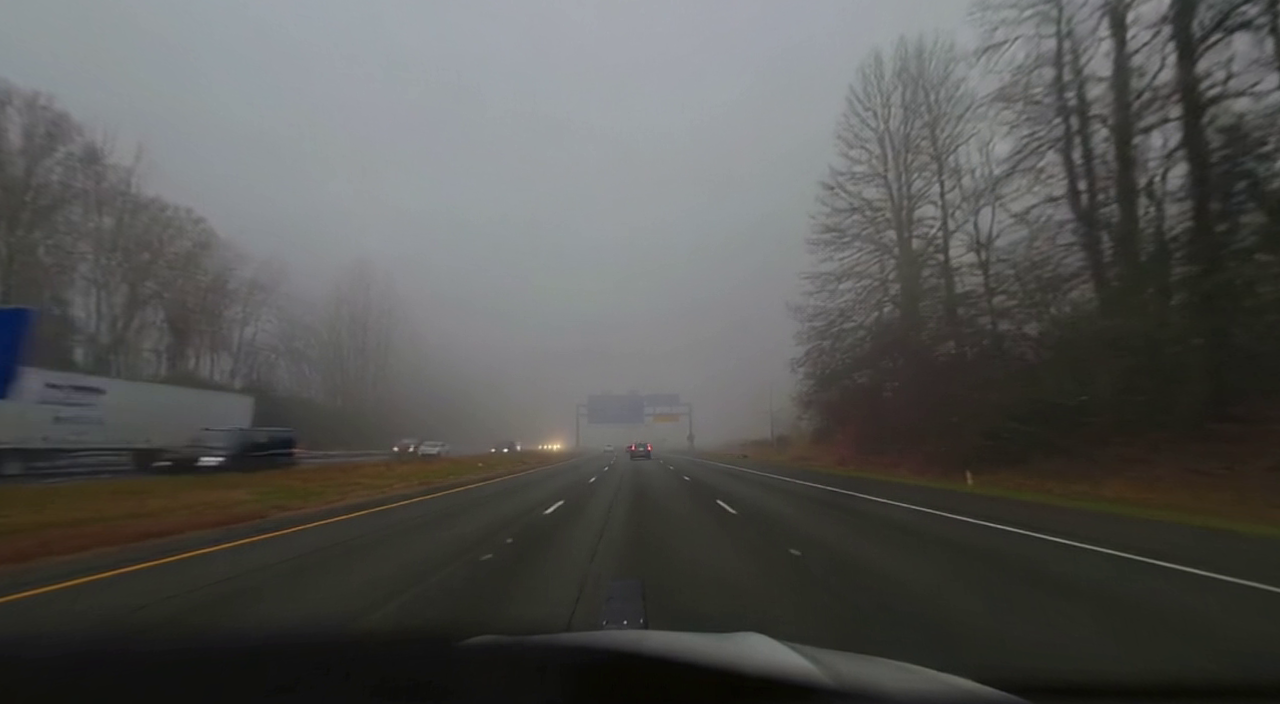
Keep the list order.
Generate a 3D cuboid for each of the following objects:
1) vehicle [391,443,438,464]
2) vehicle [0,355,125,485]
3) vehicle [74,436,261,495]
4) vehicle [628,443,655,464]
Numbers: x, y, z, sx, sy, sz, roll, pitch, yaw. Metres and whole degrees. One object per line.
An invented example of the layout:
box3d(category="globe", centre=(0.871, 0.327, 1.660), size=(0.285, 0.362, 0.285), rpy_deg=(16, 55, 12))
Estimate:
box3d(category="vehicle", centre=(-17.263, 7.767, 48.309), size=(1.927, 1.509, 4.717), rpy_deg=(0, -8, 0))
box3d(category="vehicle", centre=(-21.065, 2.007, 18.673), size=(2.940, 3.918, 9.839), rpy_deg=(0, -9, 0))
box3d(category="vehicle", centre=(-13.453, 3.237, 18.345), size=(1.845, 1.493, 4.625), rpy_deg=(0, -8, 0))
box3d(category="vehicle", centre=(0.099, 7.469, 46.345), size=(1.859, 1.478, 3.799), rpy_deg=(0, -8, 0))
